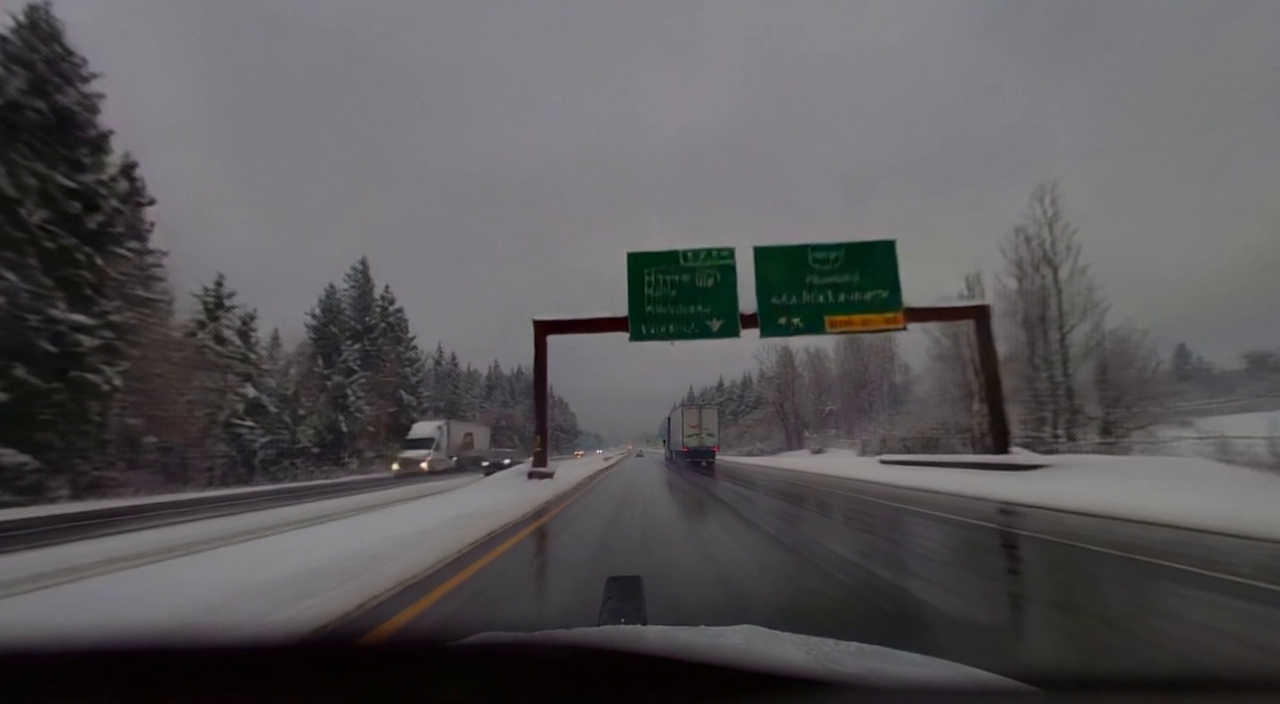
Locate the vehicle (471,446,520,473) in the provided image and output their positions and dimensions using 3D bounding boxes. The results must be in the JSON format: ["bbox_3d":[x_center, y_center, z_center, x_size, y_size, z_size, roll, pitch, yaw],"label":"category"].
[{"bbox_3d":[-8.926,6.692,39.293,1.916,1.557,4.401,0,-9,1],"label":"vehicle"}]

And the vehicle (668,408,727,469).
[{"bbox_3d":[3.992,6.616,47.499,2.955,3.825,14.115,0,-9,-1],"label":"vehicle"}]

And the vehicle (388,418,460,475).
[{"bbox_3d":[-15.671,6.926,46.263,3.090,3.886,6.253,0,-9,-1],"label":"vehicle"}]
